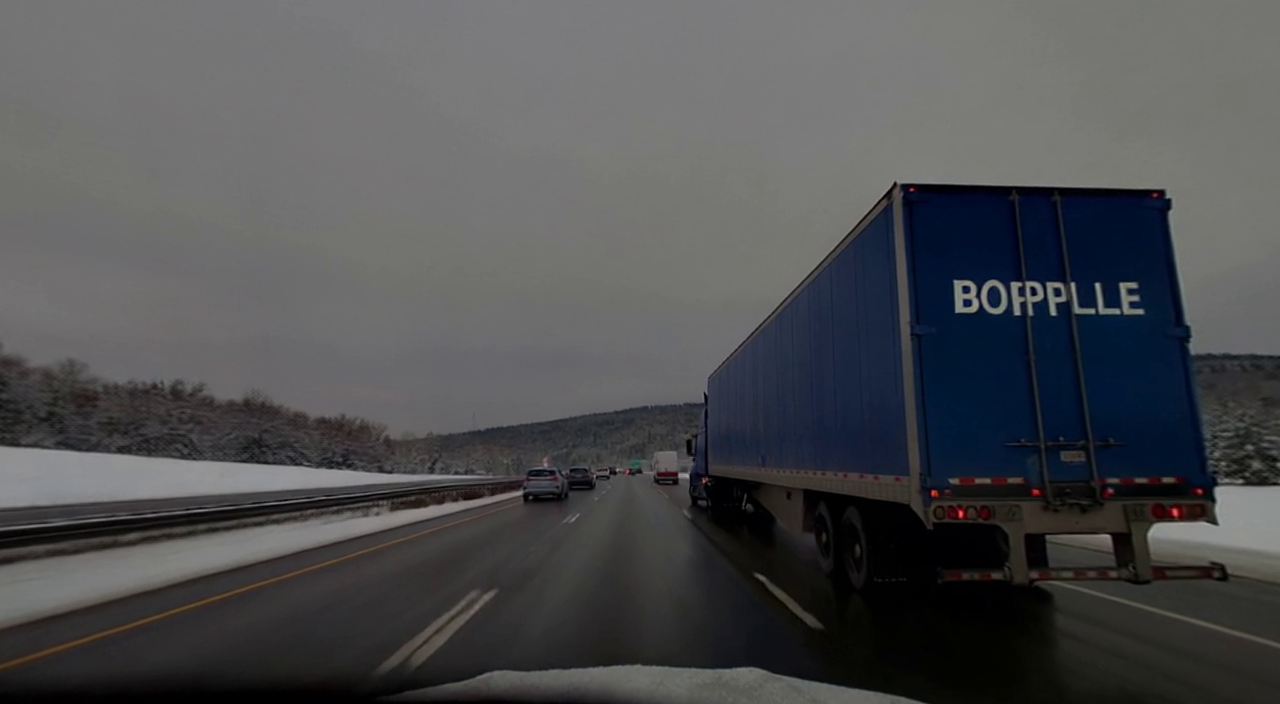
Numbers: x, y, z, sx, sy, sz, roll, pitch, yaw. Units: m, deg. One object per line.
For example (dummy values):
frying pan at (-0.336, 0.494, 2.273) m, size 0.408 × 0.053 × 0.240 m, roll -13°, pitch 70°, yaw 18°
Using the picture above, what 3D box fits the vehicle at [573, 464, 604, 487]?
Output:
vehicle at (-3.975, 9.678, 49.316) m, size 2.063 × 1.671 × 4.197 m, roll 1°, pitch -11°, yaw 0°

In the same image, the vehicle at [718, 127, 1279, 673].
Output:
vehicle at (3.791, 1.491, 11.604) m, size 2.839 × 4.062 × 14.051 m, roll 1°, pitch -11°, yaw 0°

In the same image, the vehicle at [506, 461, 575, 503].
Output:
vehicle at (-4.086, 5.472, 26.805) m, size 2.088 × 1.566 × 4.853 m, roll 1°, pitch -11°, yaw 1°
